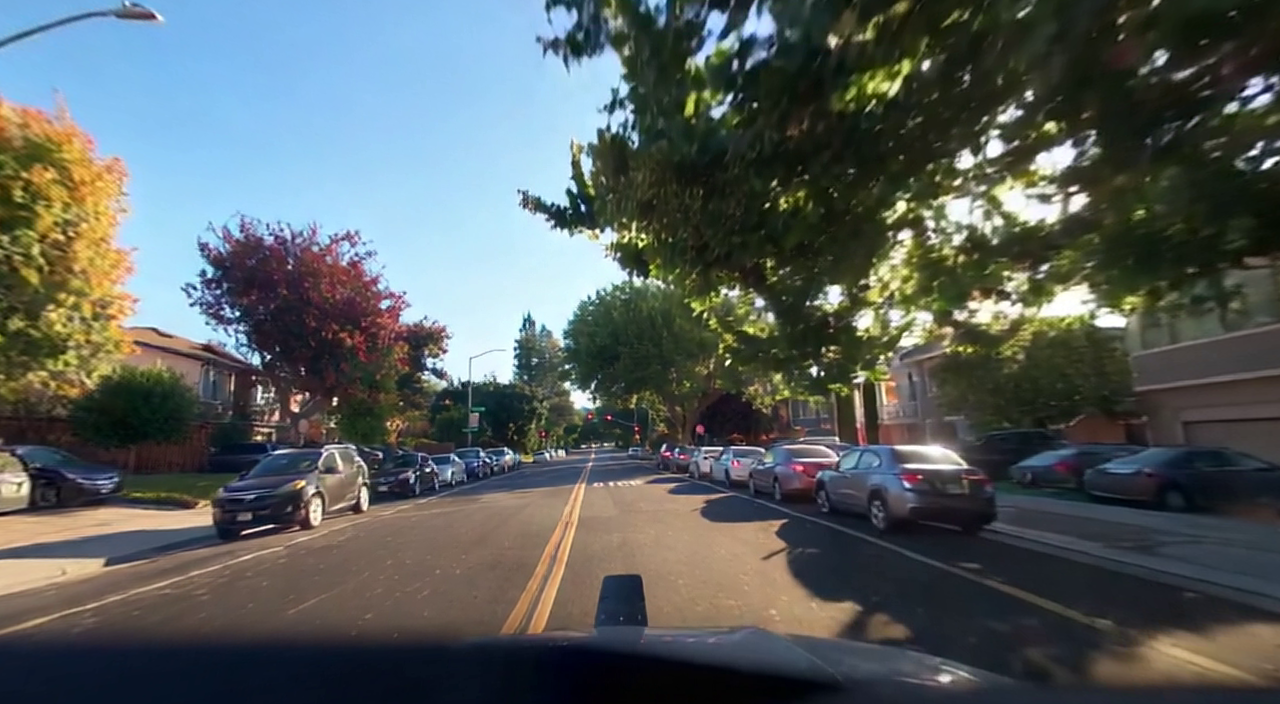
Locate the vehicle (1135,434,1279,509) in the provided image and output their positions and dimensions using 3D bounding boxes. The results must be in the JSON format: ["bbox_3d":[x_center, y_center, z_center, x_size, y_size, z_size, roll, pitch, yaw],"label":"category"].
[{"bbox_3d":[12.767,2.368,12.752,4.028,1.380,1.826,0,-9,-3],"label":"vehicle"}]

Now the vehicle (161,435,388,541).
[{"bbox_3d":[-7.435,2.815,13.716,2.033,1.759,5.372,-1,-9,-4],"label":"vehicle"}]

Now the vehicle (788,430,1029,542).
[{"bbox_3d":[4.207,2.178,10.935,1.861,1.490,4.619,1,-9,-4],"label":"vehicle"}]

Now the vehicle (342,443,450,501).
[{"bbox_3d":[-7.815,3.882,20.807,1.947,1.665,4.716,1,-9,-4],"label":"vehicle"}]
